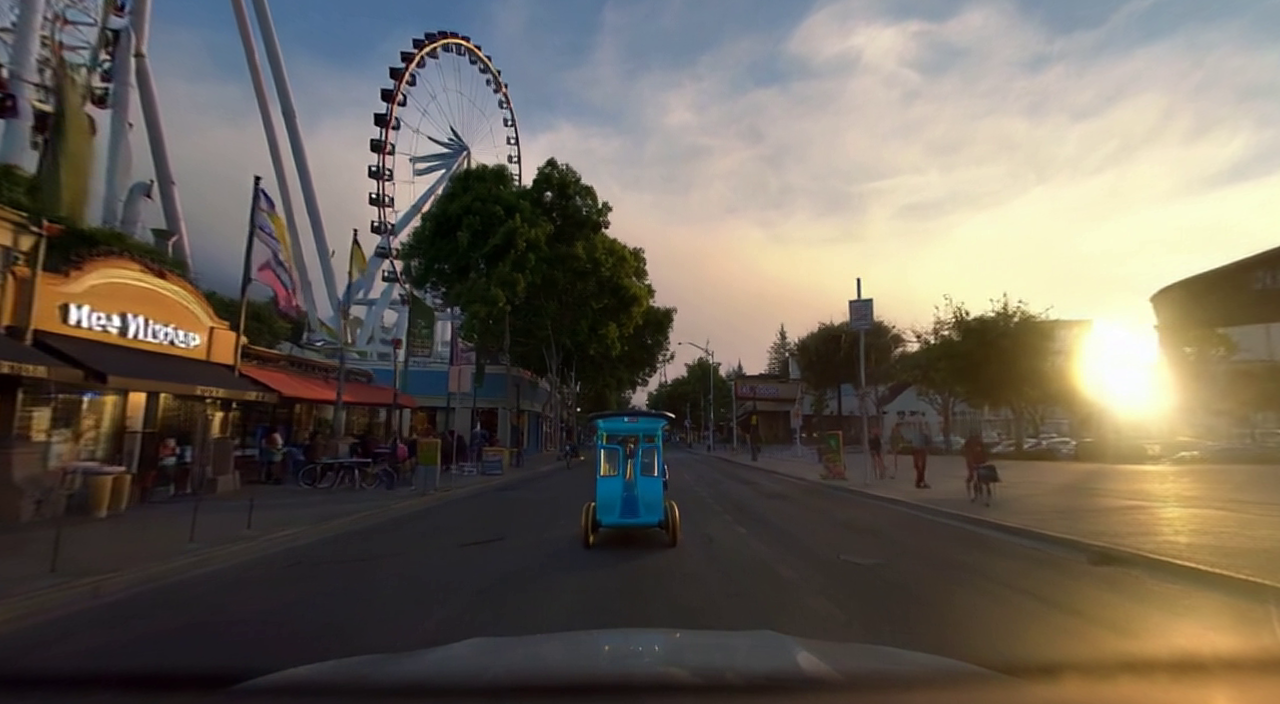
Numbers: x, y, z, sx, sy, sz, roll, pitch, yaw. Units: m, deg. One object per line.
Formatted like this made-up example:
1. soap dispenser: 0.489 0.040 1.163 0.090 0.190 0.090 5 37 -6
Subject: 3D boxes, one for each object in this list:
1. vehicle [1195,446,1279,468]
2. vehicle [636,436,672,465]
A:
1. vehicle: 41.713 7.305 43.859 4.120 1.445 1.893 -2 -9 10
2. vehicle: 0.931 6.387 40.826 2.221 1.773 4.228 0 -9 2
